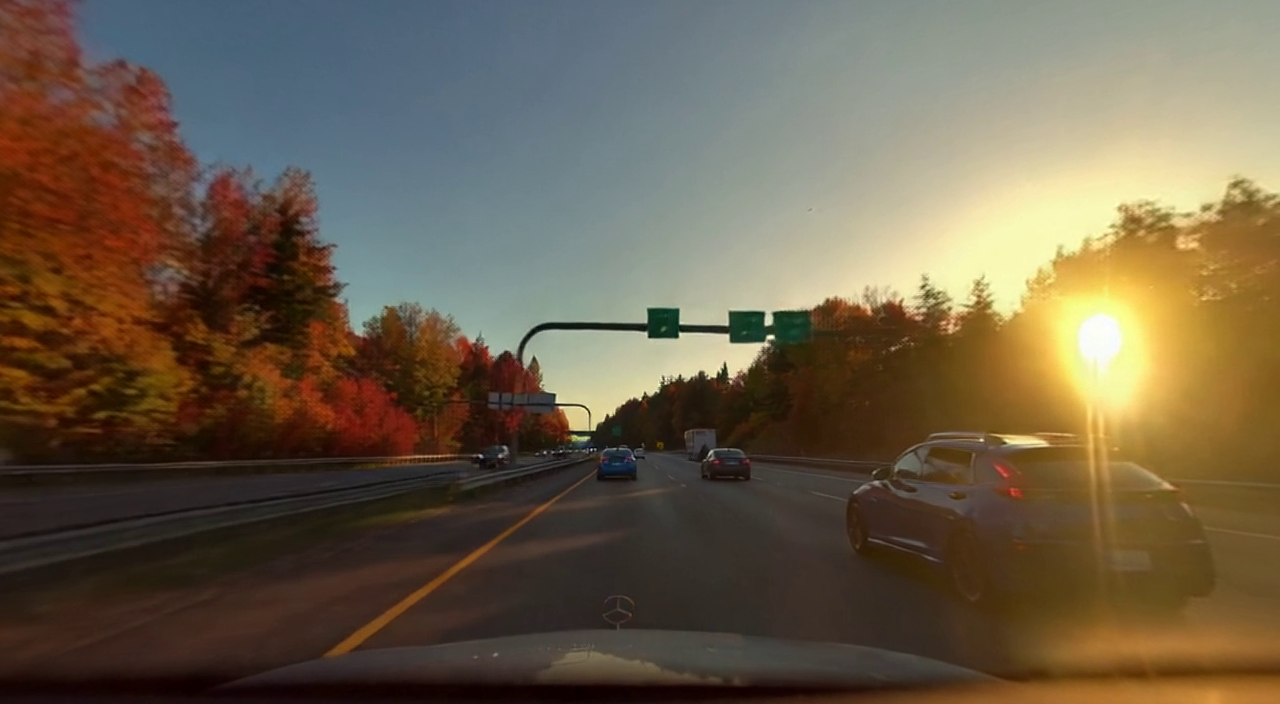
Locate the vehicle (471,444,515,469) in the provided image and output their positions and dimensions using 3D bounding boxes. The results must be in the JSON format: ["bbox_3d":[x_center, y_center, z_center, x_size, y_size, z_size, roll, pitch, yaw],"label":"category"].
[{"bbox_3d":[-9.595,6.853,41.281,1.933,1.510,4.352,0,-9,-2],"label":"vehicle"}]

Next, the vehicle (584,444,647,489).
[{"bbox_3d":[-0.866,4.243,23.535,2.128,1.516,4.410,0,-9,-1],"label":"vehicle"}]

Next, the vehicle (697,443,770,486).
[{"bbox_3d":[3.694,4.540,25.584,2.300,1.595,4.144,-1,-9,0],"label":"vehicle"}]
